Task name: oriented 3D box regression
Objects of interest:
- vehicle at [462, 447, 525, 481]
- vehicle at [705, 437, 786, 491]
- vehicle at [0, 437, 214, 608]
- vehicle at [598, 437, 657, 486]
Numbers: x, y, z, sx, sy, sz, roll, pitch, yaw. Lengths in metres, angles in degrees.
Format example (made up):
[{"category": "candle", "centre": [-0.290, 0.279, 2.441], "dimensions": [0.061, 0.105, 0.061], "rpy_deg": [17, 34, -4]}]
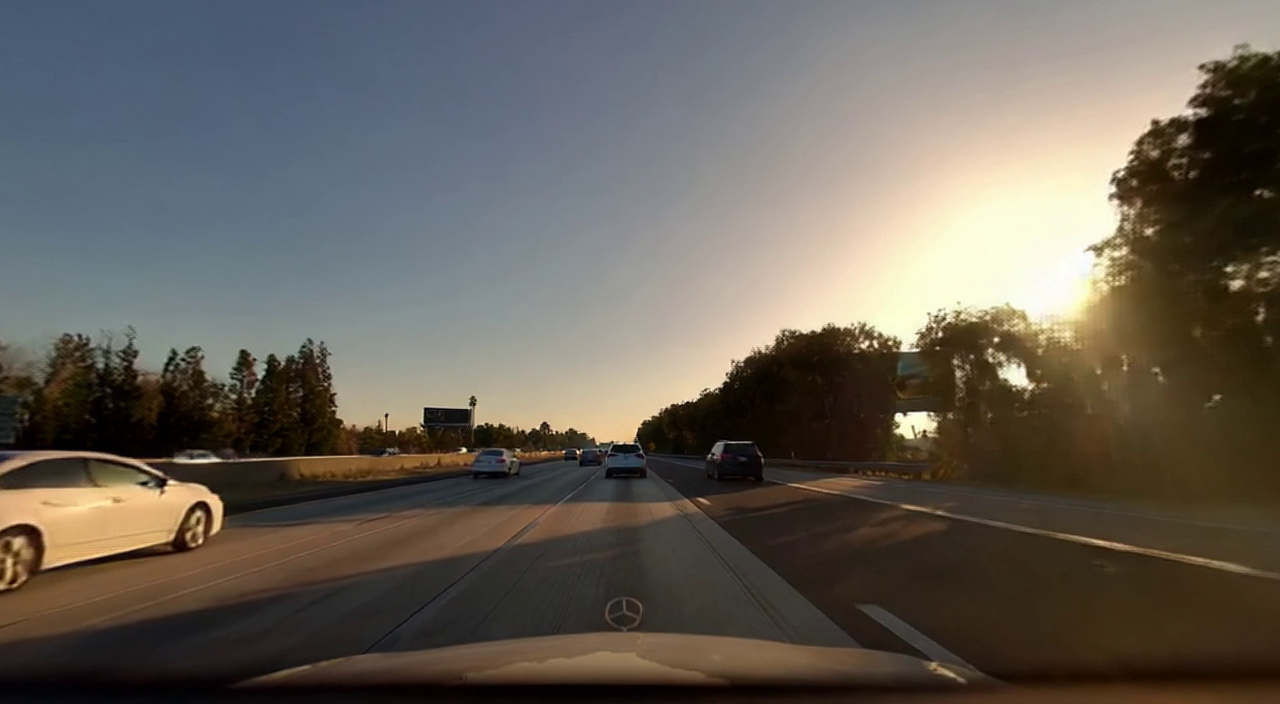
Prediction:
[{"category": "vehicle", "centre": [-7.054, 5.408, 30.736], "dimensions": [1.892, 1.468, 4.792], "rpy_deg": [0, -9, 0]}, {"category": "vehicle", "centre": [3.583, 3.889, 22.226], "dimensions": [1.925, 1.716, 4.378], "rpy_deg": [0, -9, -2]}, {"category": "vehicle", "centre": [-6.662, 1.578, 5.981], "dimensions": [1.918, 1.509, 4.736], "rpy_deg": [0, -9, 0]}, {"category": "vehicle", "centre": [-0.477, 4.298, 25.110], "dimensions": [2.127, 1.749, 4.776], "rpy_deg": [0, -9, 0]}]
